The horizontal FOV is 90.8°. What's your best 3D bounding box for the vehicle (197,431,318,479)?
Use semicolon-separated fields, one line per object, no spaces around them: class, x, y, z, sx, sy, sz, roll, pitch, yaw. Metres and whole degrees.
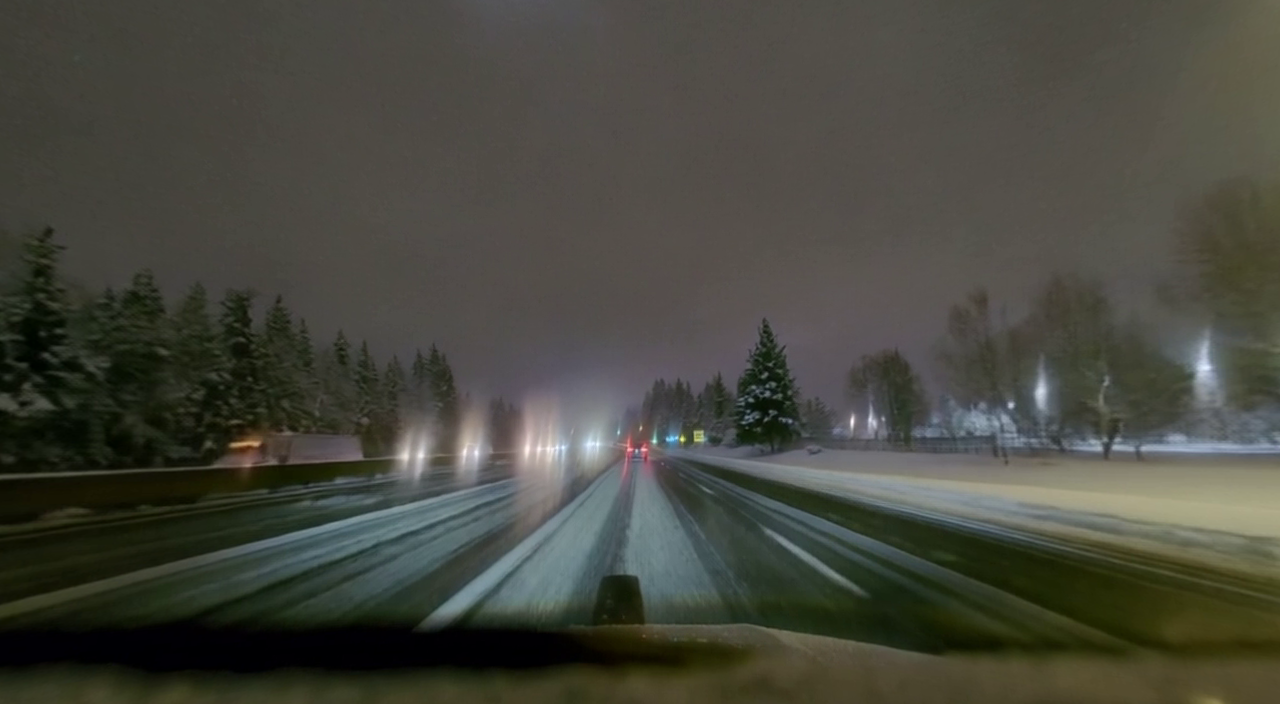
vehicle;-28.478;7.741;47.863;2.995;3.269;9.862;0;-9;0

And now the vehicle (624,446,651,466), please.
vehicle;-0.227;7.968;48.496;2.025;1.460;4.189;0;-9;-1
